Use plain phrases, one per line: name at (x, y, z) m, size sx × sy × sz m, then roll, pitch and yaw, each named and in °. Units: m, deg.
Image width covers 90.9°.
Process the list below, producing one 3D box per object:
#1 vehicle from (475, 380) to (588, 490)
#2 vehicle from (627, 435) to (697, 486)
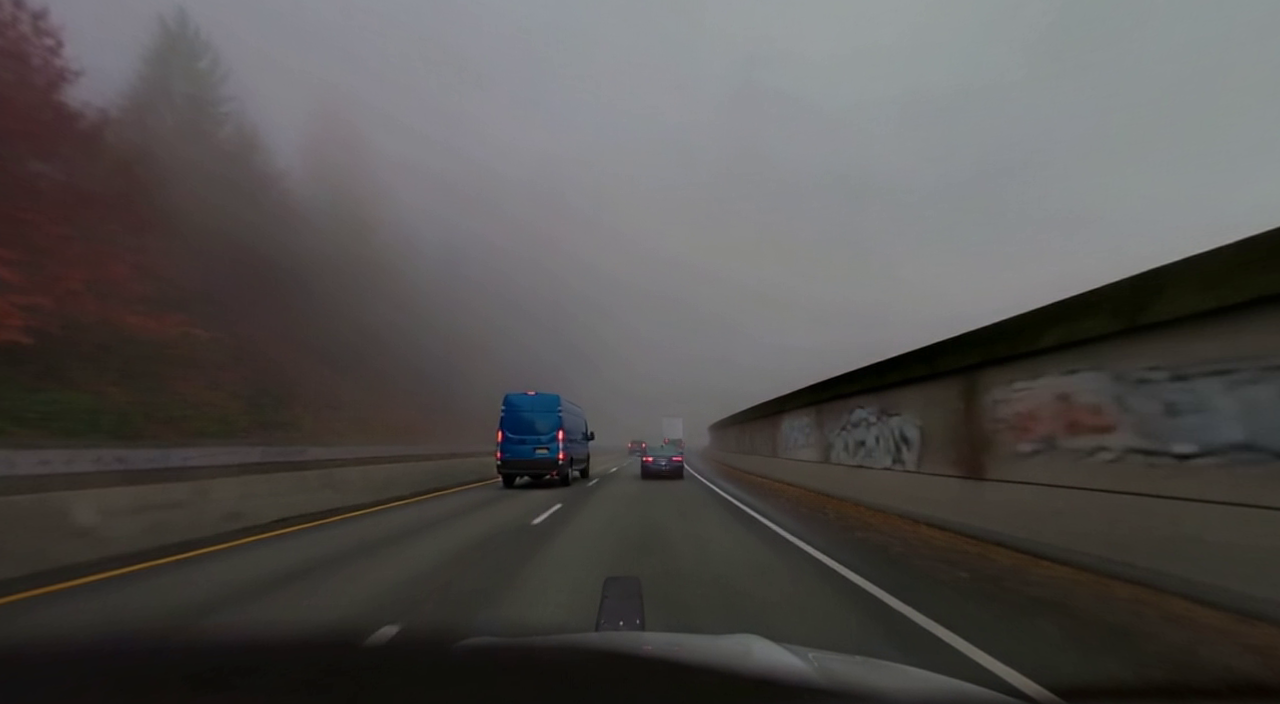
vehicle at (-2.930, 2.451, 18.458) m, size 2.334 × 2.769 × 5.087 m, roll 0°, pitch -8°, yaw 0°
vehicle at (0.691, 3.499, 20.654) m, size 2.071 × 1.487 × 3.948 m, roll 0°, pitch -8°, yaw 1°
